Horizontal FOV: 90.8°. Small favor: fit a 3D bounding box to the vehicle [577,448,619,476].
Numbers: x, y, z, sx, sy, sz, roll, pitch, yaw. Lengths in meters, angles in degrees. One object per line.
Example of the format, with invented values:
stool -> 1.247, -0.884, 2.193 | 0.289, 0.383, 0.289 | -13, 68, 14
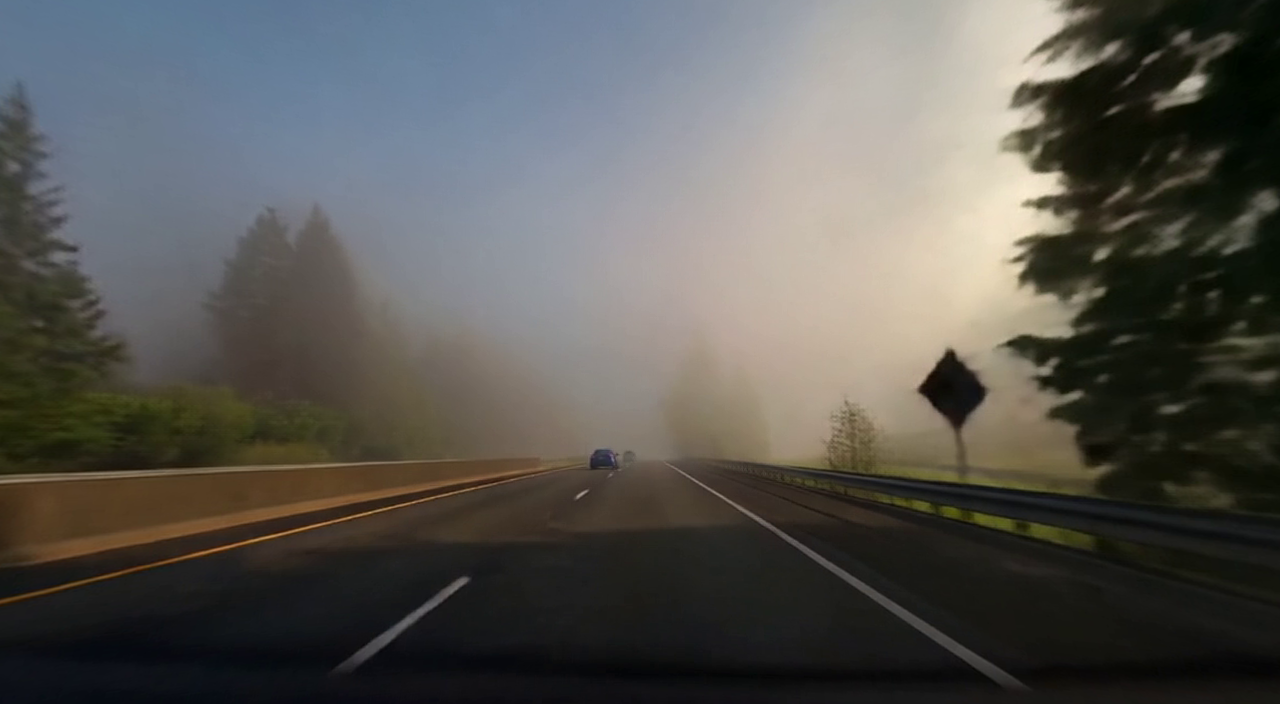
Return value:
vehicle -> -2.259, 6.060, 35.001 | 1.917, 1.450, 3.997 | 0, -8, 2
